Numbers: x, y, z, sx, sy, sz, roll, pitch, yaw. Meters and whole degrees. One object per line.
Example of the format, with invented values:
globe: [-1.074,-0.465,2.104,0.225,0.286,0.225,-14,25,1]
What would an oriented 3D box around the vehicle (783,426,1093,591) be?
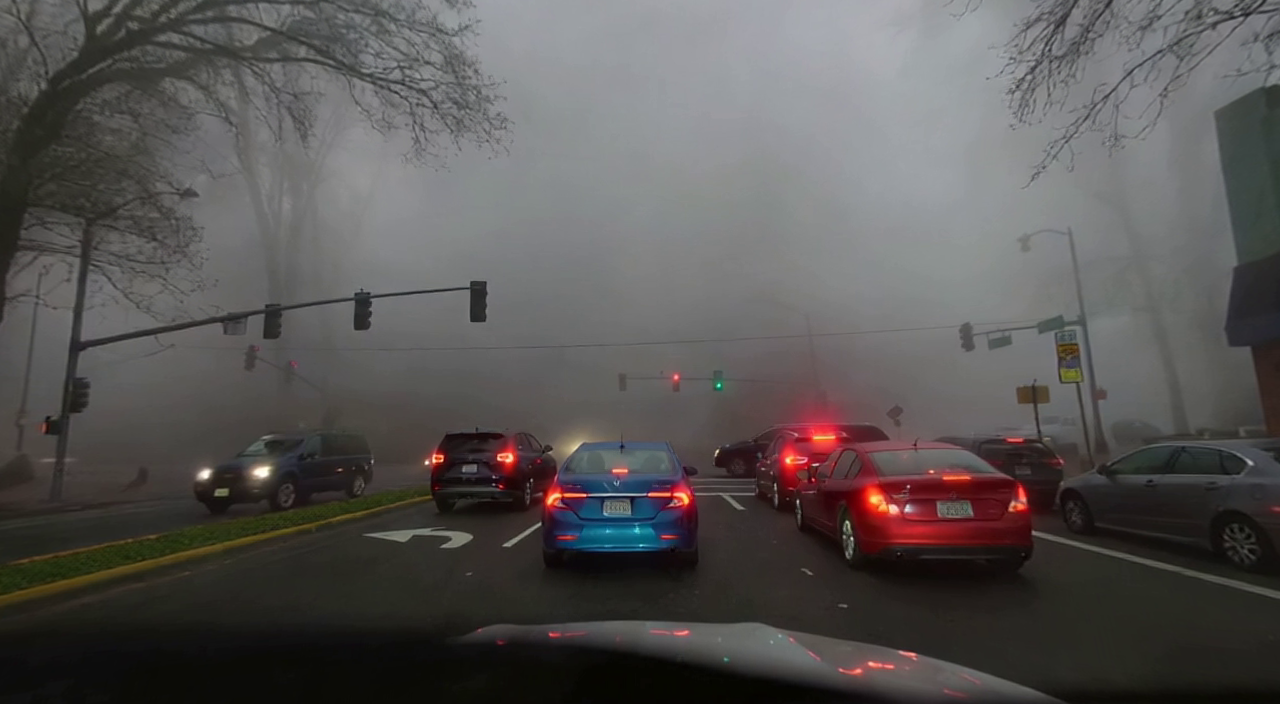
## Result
vehicle: [3.240,1.760,7.994,2.020,1.513,4.120,0,-8,2]

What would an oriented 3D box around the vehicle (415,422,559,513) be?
vehicle: [-3.432,2.714,15.416,2.160,1.823,5.115,0,-8,1]

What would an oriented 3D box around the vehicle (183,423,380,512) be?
vehicle: [-8.699,2.826,15.993,2.140,1.892,4.689,0,-8,1]

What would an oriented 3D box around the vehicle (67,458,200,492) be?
vehicle: [-25.281,6.142,31.753,4.679,1.488,2.052,2,-9,-13]

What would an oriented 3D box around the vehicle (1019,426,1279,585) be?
vehicle: [7.131,1.731,7.822,2.004,1.508,4.646,0,-8,0]

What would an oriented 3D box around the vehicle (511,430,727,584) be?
vehicle: [-0.179,1.799,8.160,2.098,1.477,3.897,0,-8,1]
